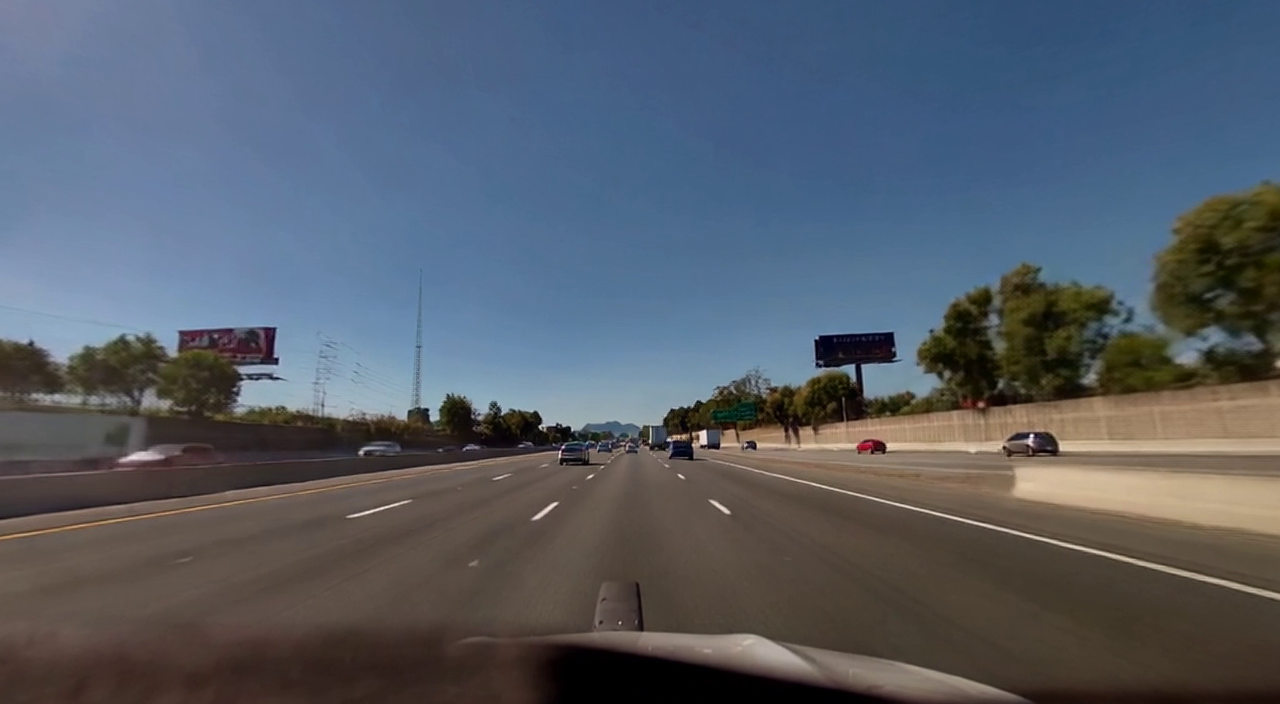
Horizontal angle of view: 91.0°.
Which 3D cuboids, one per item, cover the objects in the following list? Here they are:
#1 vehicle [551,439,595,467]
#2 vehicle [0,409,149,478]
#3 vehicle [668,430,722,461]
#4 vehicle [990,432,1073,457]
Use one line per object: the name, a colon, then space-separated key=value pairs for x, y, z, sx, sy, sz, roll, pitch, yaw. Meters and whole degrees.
vehicle: x=-3.717 y=5.703 z=35.754 sx=2.066 sy=1.500 sz=4.415 roll=0 pitch=-8 yaw=0
vehicle: x=-39.600 y=5.993 z=41.037 sx=3.197 sy=4.032 sz=16.898 roll=1 pitch=-9 yaw=-6
vehicle: x=3.870 y=7.057 z=47.524 sx=3.042 sy=2.004 sz=14.051 roll=0 pitch=-8 yaw=1
vehicle: x=30.750 y=7.300 z=49.613 sx=2.139 sy=1.881 sz=5.005 roll=4 pitch=-10 yaw=-28
